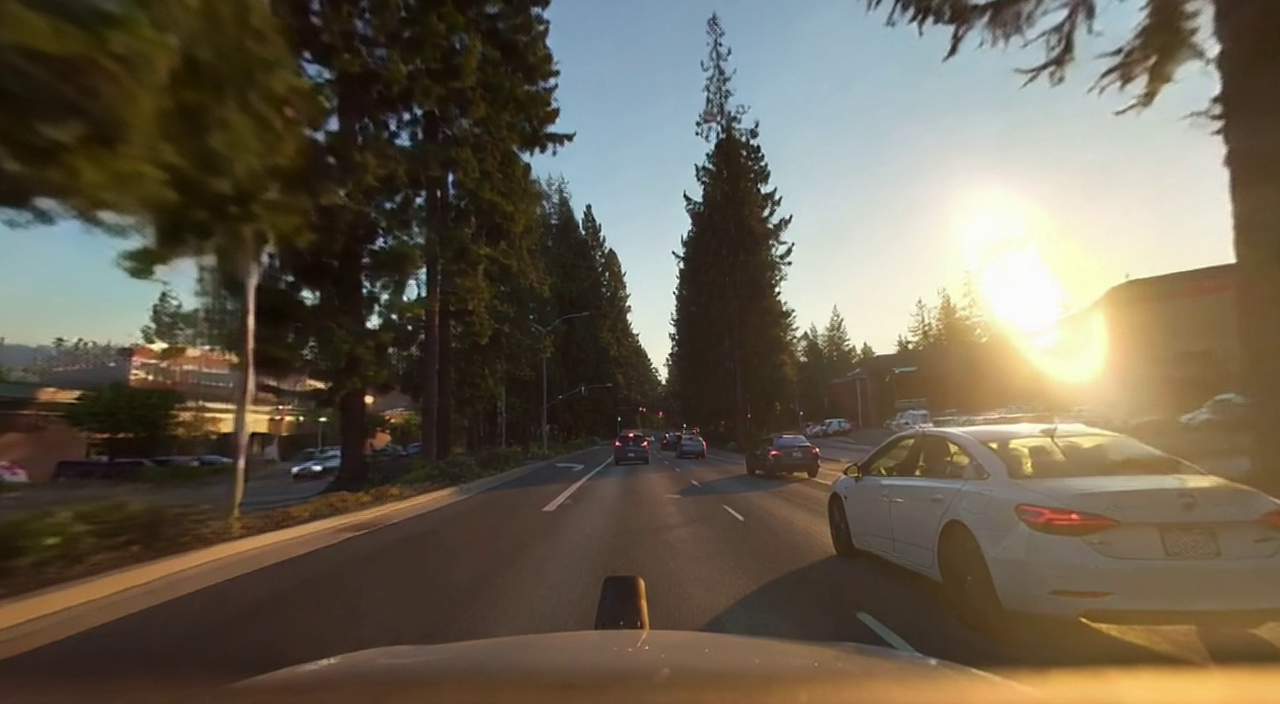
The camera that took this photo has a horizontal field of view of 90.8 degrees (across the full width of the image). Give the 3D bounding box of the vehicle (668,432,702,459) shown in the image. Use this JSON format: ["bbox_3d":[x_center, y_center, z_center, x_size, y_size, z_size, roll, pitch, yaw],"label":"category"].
[{"bbox_3d":[3.091,6.531,44.303,2.000,1.745,4.206,0,-8,-2],"label":"vehicle"}]

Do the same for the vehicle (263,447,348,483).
[{"bbox_3d":[-17.184,5.793,32.735,1.984,1.492,4.677,-5,-8,-1],"label":"vehicle"}]

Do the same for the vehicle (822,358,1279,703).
[{"bbox_3d":[3.242,1.168,5.064,2.153,1.658,4.485,0,-8,-1],"label":"vehicle"}]

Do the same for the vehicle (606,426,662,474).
[{"bbox_3d":[-0.244,4.012,26.024,2.106,1.798,4.168,0,-8,-1],"label":"vehicle"}]

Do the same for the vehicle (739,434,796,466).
[{"bbox_3d":[6.334,4.922,31.870,1.883,1.452,4.258,0,-8,-1],"label":"vehicle"}]

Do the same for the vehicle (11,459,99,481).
[{"bbox_3d":[-42.957,8.653,46.437,4.559,1.441,1.815,0,-8,-1],"label":"vehicle"}]

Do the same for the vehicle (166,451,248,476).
[{"bbox_3d":[-30.341,7.797,44.345,4.228,1.680,2.024,0,-8,0],"label":"vehicle"}]
